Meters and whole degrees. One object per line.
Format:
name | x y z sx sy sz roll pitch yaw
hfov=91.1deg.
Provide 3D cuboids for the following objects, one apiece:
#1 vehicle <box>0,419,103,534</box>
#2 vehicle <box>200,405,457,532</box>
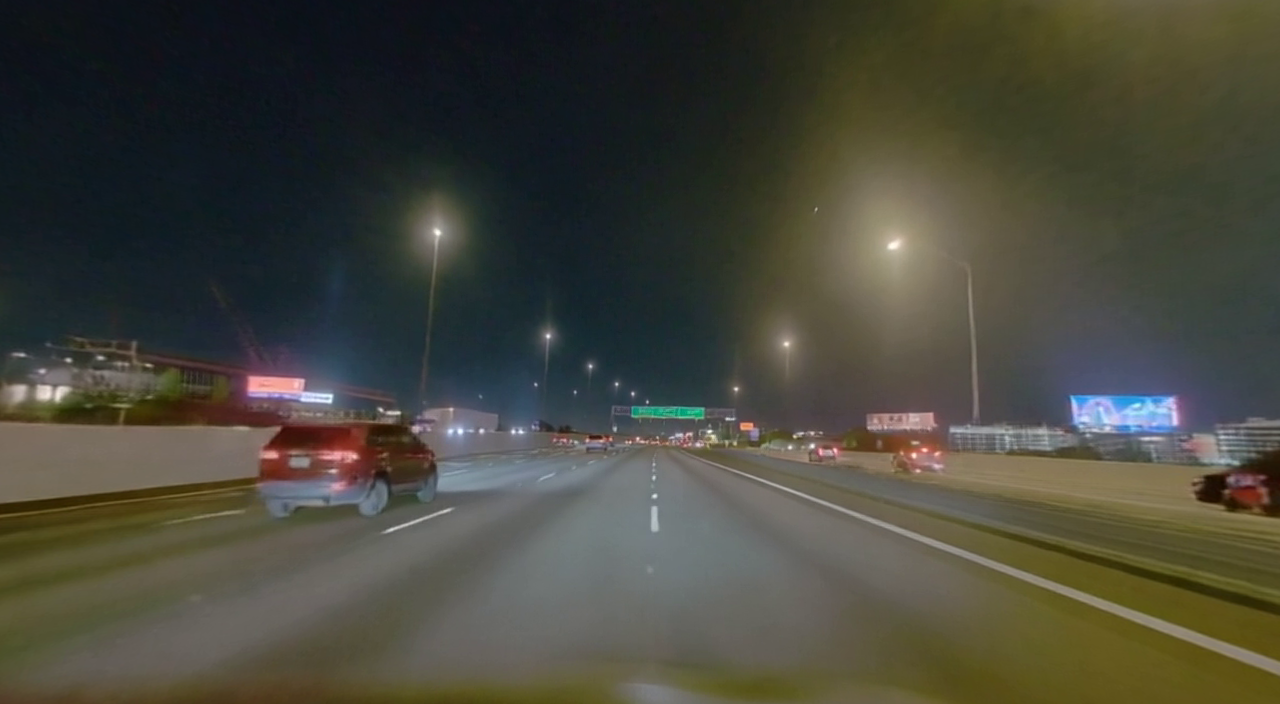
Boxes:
vehicle | -9.289 1.565 7.766 1.845 1.493 3.799 0 -8 2
vehicle | -5.122 1.960 11.316 2.119 1.787 4.655 0 -8 2
